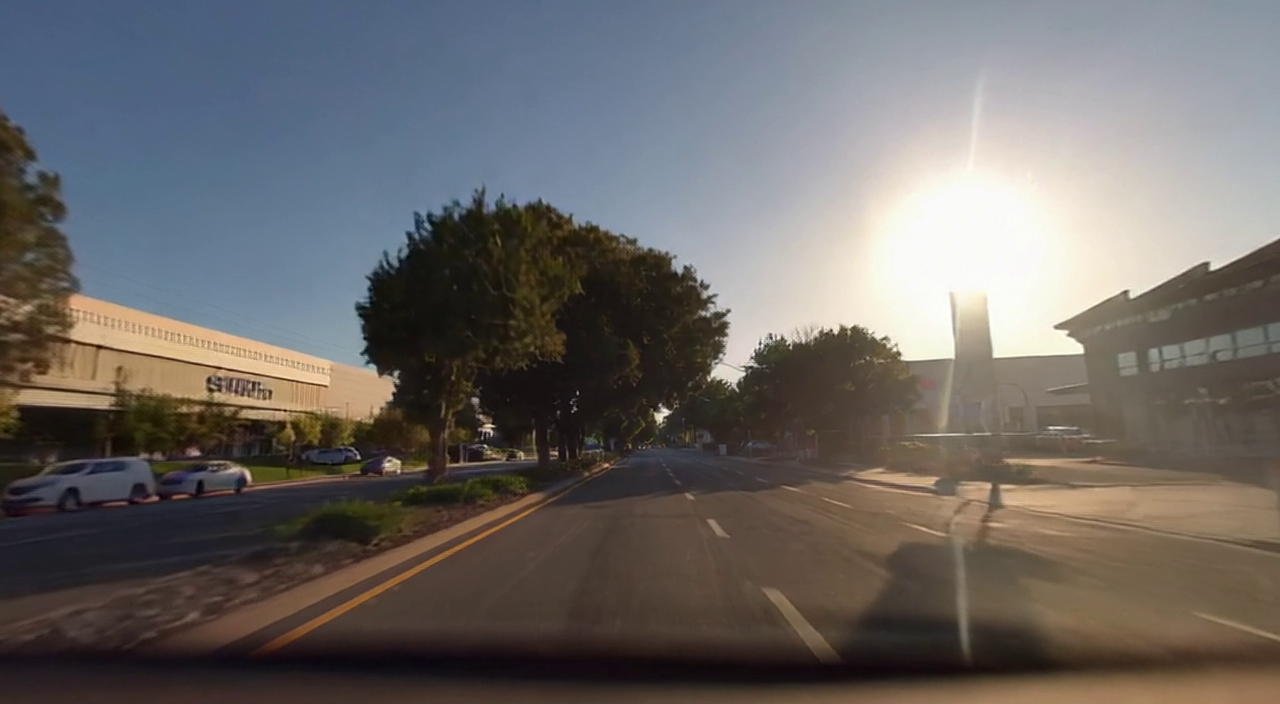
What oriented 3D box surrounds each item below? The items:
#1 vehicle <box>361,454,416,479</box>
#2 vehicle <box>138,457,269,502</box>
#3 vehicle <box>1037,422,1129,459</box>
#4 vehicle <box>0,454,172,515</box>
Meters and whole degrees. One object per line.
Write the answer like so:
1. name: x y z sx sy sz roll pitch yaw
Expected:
1. vehicle: -18.550 8.438 46.522 2.012 1.560 4.782 -1 -7 1
2. vehicle: -18.920 5.509 27.593 1.959 1.535 5.081 -1 -7 3
3. vehicle: 32.838 6.615 46.840 2.684 2.559 5.772 0 -8 1
4. vehicle: -19.224 4.504 21.865 2.029 1.785 4.694 0 -9 3
